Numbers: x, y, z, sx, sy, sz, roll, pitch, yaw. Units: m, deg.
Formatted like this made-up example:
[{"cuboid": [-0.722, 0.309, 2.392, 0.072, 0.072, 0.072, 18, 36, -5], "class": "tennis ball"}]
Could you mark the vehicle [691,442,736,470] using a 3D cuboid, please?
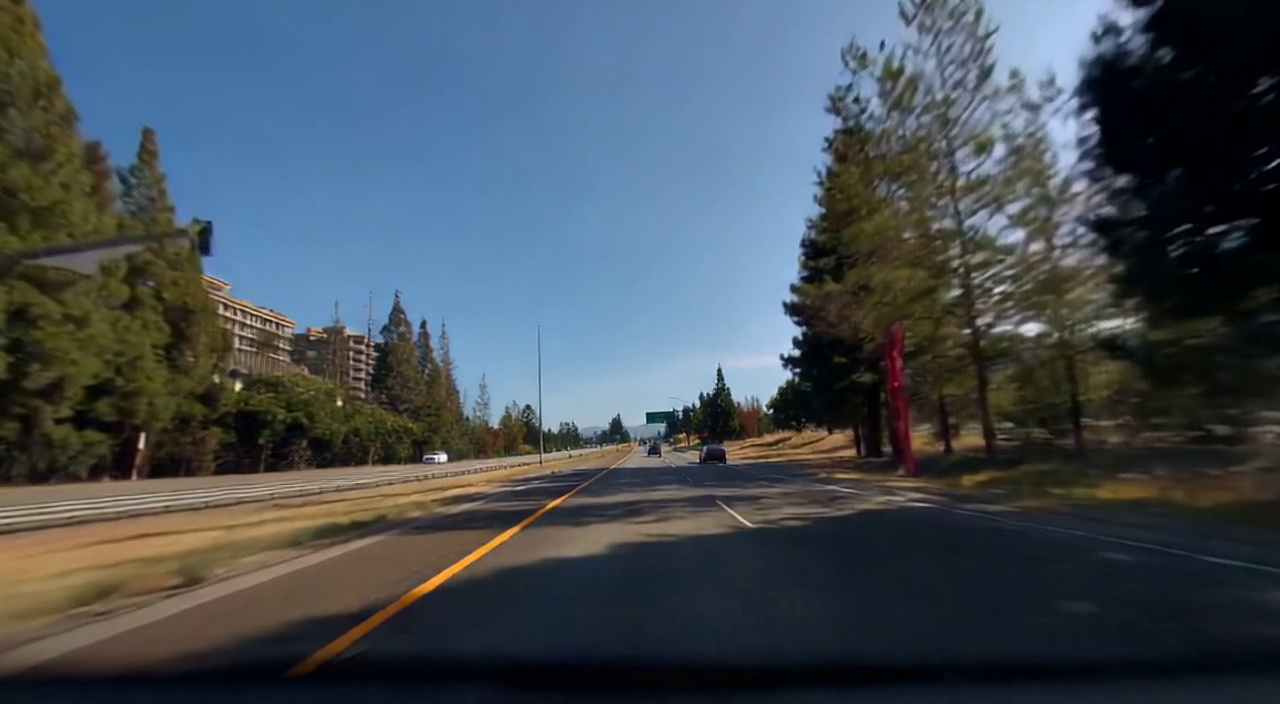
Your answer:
[{"cuboid": [4.253, 6.099, 37.054, 2.042, 1.518, 4.477, 0, -9, -1], "class": "vehicle"}]
